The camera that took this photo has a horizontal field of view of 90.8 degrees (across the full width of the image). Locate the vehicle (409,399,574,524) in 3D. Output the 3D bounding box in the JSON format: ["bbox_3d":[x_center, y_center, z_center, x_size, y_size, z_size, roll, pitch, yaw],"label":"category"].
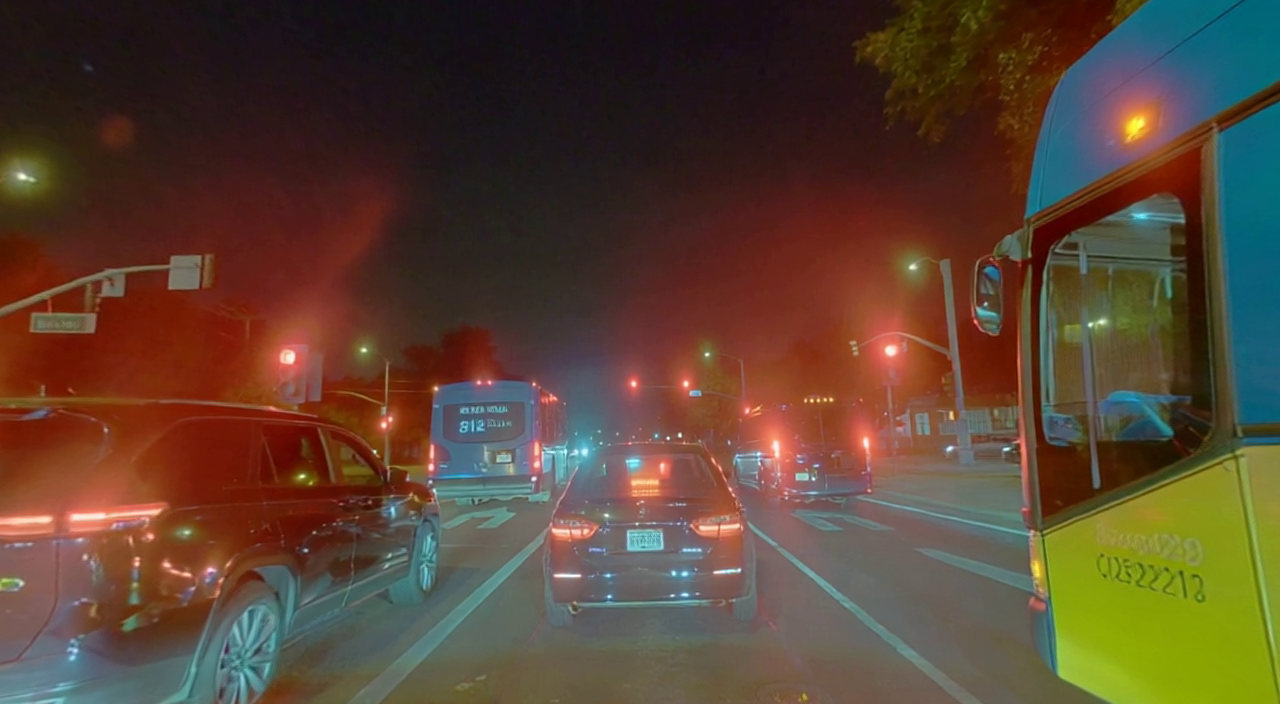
[{"bbox_3d":[-2.931,2.352,13.984,2.335,2.221,5.165,0,-8,1],"label":"vehicle"}]

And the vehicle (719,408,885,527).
[{"bbox_3d":[3.146,2.399,13.669,2.143,2.036,5.367,0,-8,0],"label":"vehicle"}]

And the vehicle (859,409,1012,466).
[{"bbox_3d":[17.593,5.129,37.928,7.839,3.213,2.628,0,-8,-3],"label":"vehicle"}]

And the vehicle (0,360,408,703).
[{"bbox_3d":[-3.411,1.173,4.633,1.921,1.701,3.989,0,-8,-1],"label":"vehicle"}]

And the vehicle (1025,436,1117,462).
[{"bbox_3d":[25.878,5.826,37.992,4.229,1.489,1.794,0,-8,-2],"label":"vehicle"}]

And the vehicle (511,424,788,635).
[{"bbox_3d":[0.061,1.548,6.417,1.976,1.485,3.624,0,-8,0],"label":"vehicle"}]
